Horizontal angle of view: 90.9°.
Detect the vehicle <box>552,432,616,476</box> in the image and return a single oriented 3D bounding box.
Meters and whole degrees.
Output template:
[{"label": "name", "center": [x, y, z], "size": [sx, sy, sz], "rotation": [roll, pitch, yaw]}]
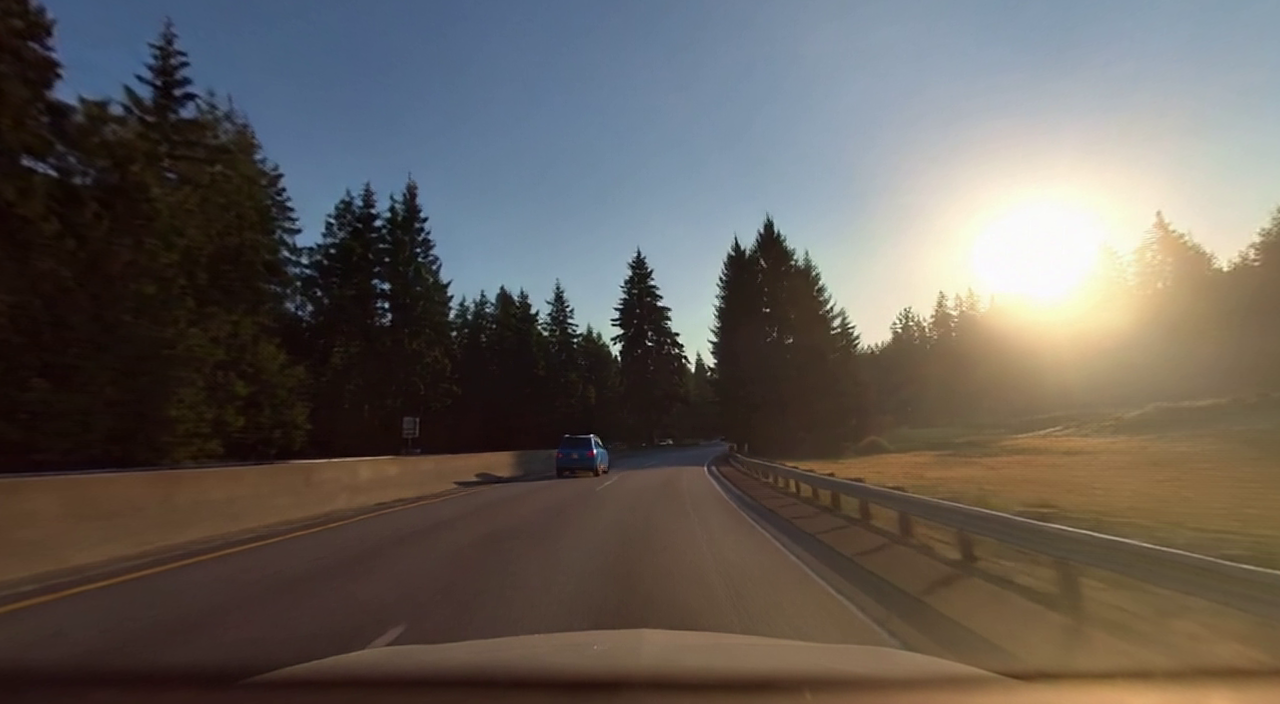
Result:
[{"label": "vehicle", "center": [-2.322, 4.422, 27.501], "size": [2.005, 1.752, 4.479], "rotation": [-1, -8, 5]}]
